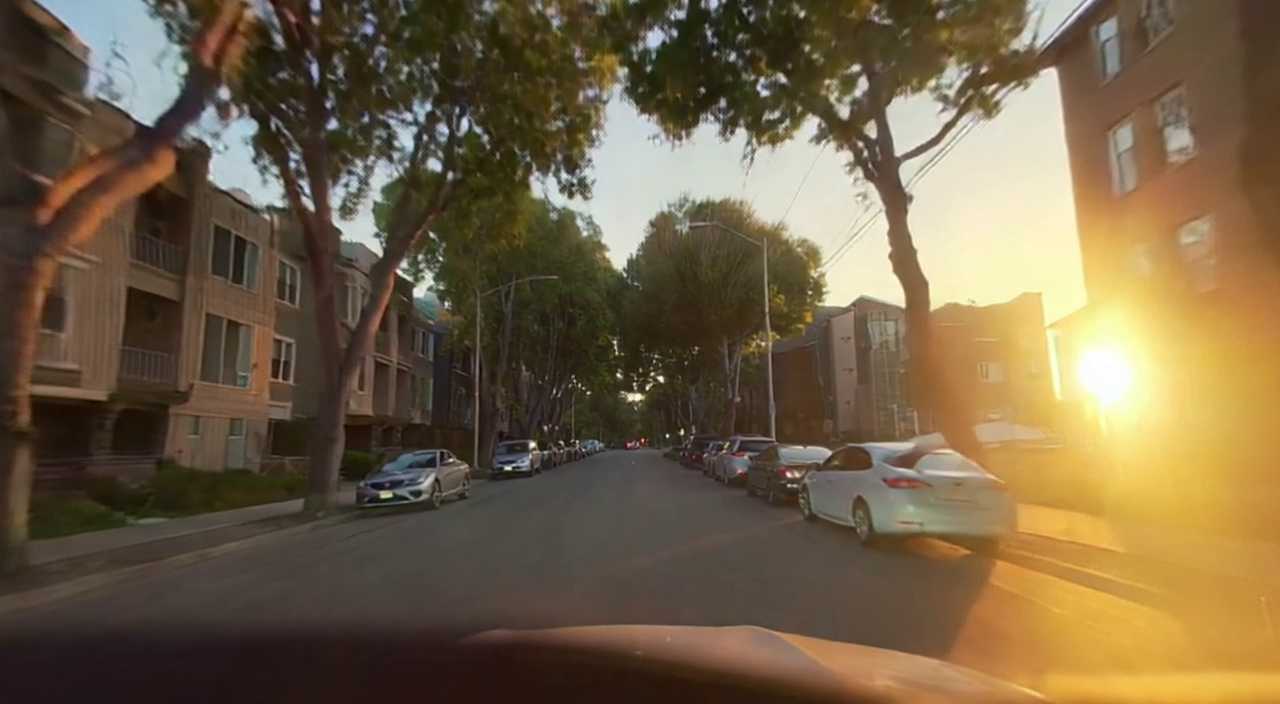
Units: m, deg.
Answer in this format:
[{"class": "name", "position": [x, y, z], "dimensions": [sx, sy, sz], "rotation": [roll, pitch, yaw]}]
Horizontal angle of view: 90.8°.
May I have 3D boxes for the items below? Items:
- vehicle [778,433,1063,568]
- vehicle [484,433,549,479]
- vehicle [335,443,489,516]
[{"class": "vehicle", "position": [3.630, 1.983, 9.388], "dimensions": [1.881, 1.460, 4.737], "rotation": [0, -8, -3]}, {"class": "vehicle", "position": [-5.507, 4.692, 28.800], "dimensions": [2.069, 1.881, 4.697], "rotation": [0, -8, -1]}, {"class": "vehicle", "position": [-5.318, 2.992, 15.497], "dimensions": [2.080, 1.458, 4.511], "rotation": [-1, -8, 0]}]
